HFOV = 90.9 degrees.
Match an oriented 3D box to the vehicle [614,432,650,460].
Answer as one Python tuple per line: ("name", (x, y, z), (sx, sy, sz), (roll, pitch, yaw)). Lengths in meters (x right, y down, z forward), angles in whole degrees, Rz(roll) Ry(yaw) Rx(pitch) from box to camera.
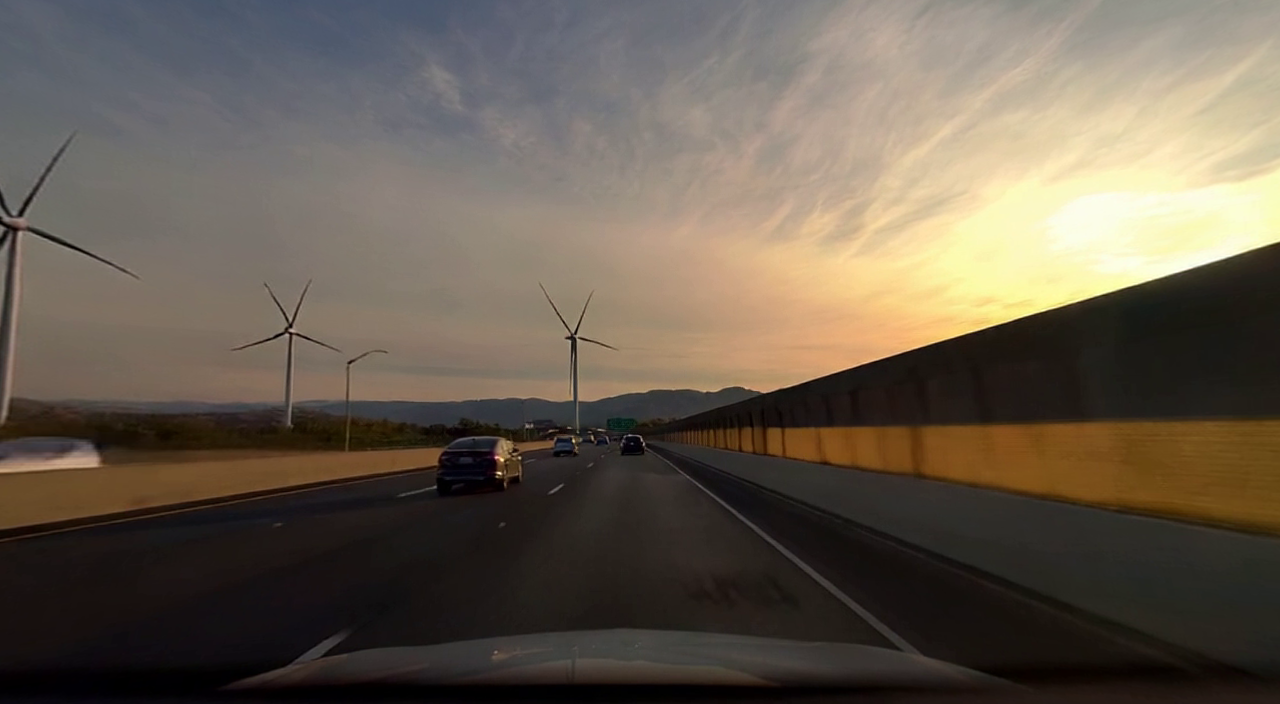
("vehicle", (-0.502, 5.513, 37.123), (2.027, 1.550, 3.607), (0, -8, -2))

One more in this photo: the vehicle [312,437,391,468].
("vehicle", (-14.608, 5.082, 32.211), (2.069, 1.492, 4.152), (0, -8, 0))

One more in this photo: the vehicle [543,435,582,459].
("vehicle", (-4.822, 5.971, 39.772), (2.059, 1.436, 3.802), (0, -8, -1))

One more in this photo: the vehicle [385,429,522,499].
("vehicle", (-4.363, 2.676, 15.623), (1.998, 1.468, 4.635), (0, -8, 0))
